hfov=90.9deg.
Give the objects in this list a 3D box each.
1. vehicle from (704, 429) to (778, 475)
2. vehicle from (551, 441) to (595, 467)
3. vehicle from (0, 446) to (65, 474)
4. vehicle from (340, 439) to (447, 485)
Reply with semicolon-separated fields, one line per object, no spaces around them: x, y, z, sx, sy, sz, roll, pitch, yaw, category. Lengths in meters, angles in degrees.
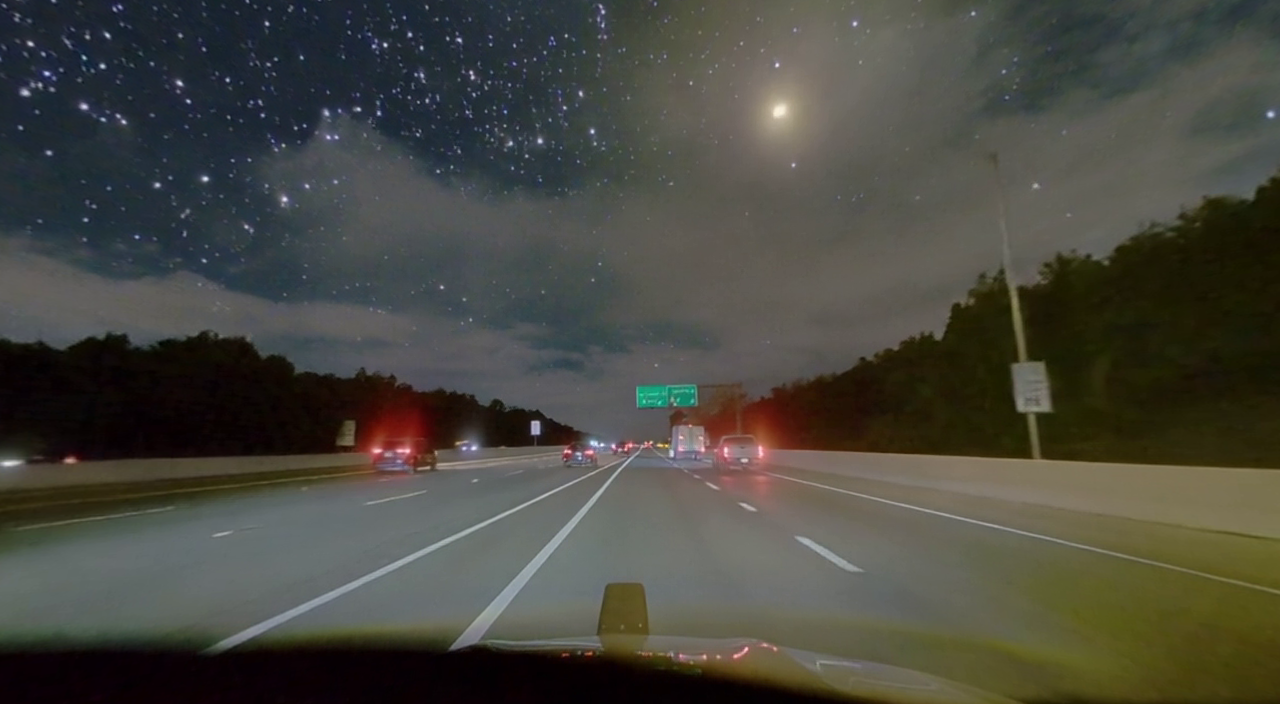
4.666;4.767;30.336;2.355;1.930;6.633;0;-8;-1;vehicle
-3.932;6.098;37.791;1.981;1.473;4.317;0;-8;2;vehicle
-40.543;6.879;40.244;2.112;1.729;5.735;0;-8;1;vehicle
-8.619;3.870;22.581;1.899;1.465;4.589;0;-8;1;vehicle
